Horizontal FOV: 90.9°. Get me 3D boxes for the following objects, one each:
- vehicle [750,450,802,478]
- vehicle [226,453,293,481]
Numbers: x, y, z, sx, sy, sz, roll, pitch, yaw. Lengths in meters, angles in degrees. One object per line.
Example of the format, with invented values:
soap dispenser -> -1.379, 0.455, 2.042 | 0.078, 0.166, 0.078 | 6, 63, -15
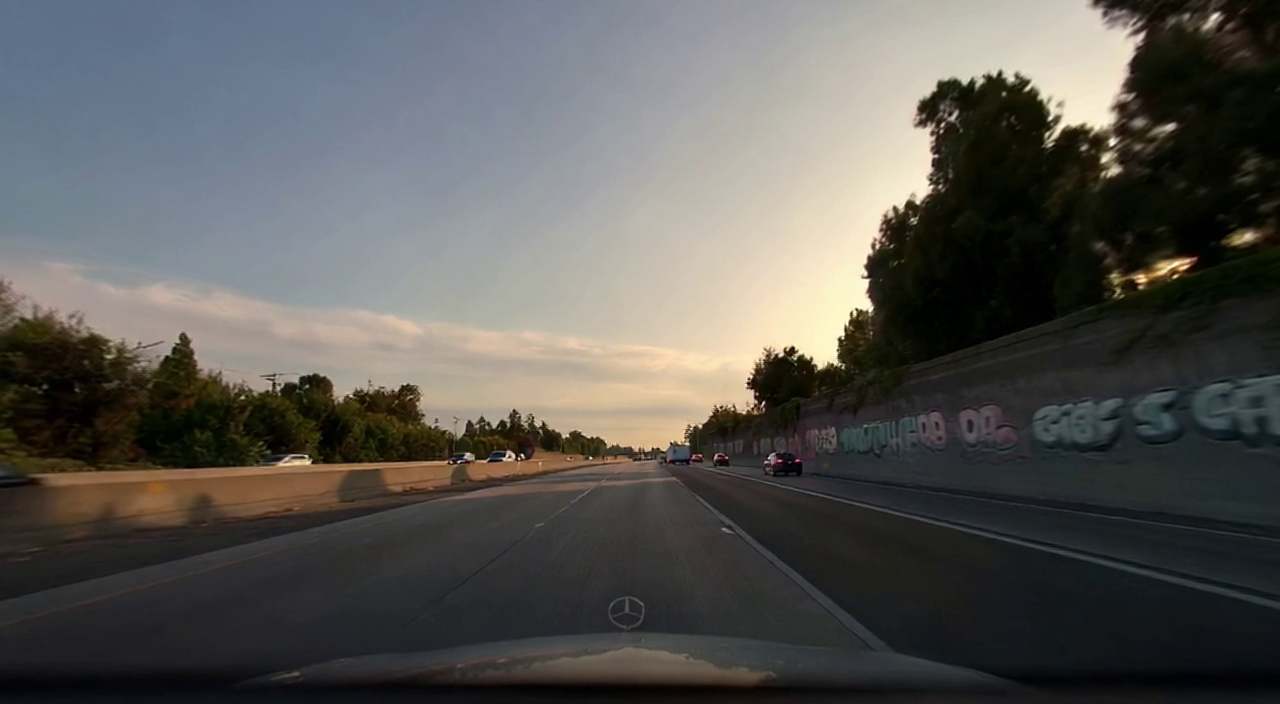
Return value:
vehicle -> 7.681, 6.346, 35.946 | 1.907, 1.495, 4.517 | 0, -9, 0
vehicle -> -25.100, 7.566, 41.740 | 1.943, 1.681, 4.492 | 1, -9, -6
